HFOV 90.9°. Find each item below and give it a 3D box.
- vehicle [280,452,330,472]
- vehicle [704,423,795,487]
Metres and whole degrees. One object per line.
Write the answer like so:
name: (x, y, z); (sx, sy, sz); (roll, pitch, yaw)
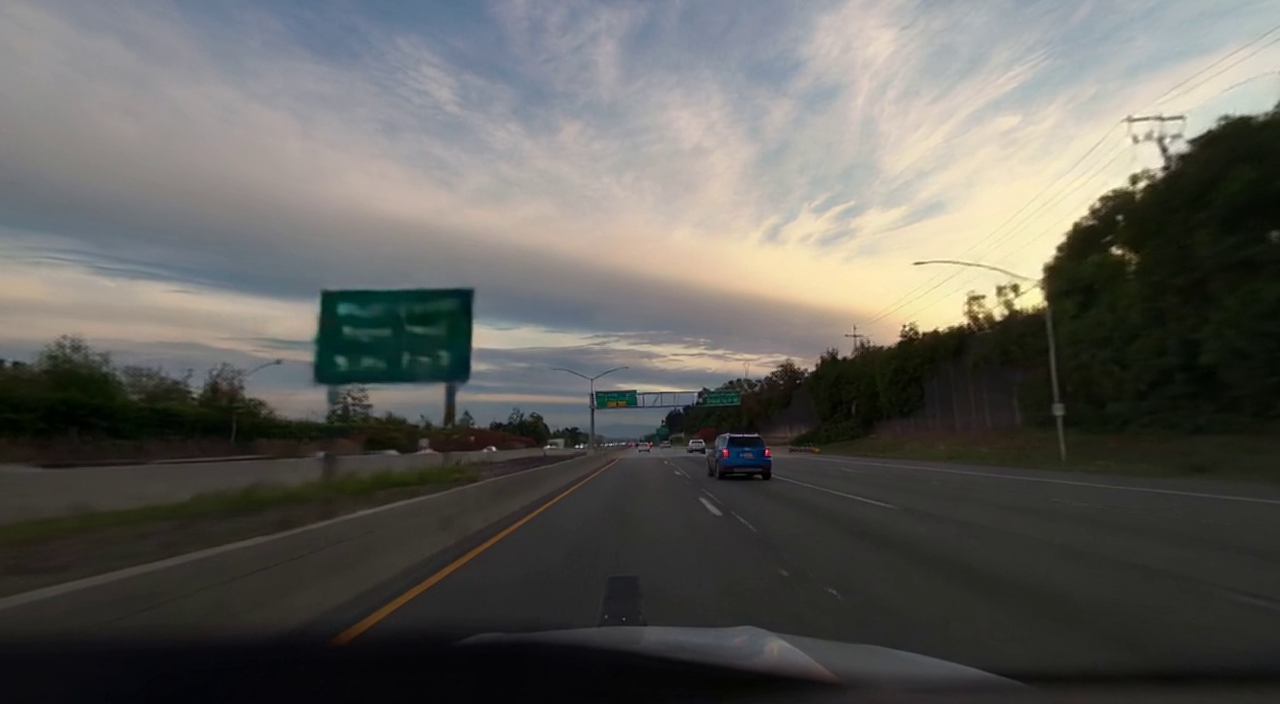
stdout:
vehicle: (-24.967, 8.176, 47.091); (1.906, 1.324, 3.264); (0, -8, 0)
vehicle: (3.416, 3.323, 20.621); (2.120, 1.832, 4.287); (0, -8, -1)
